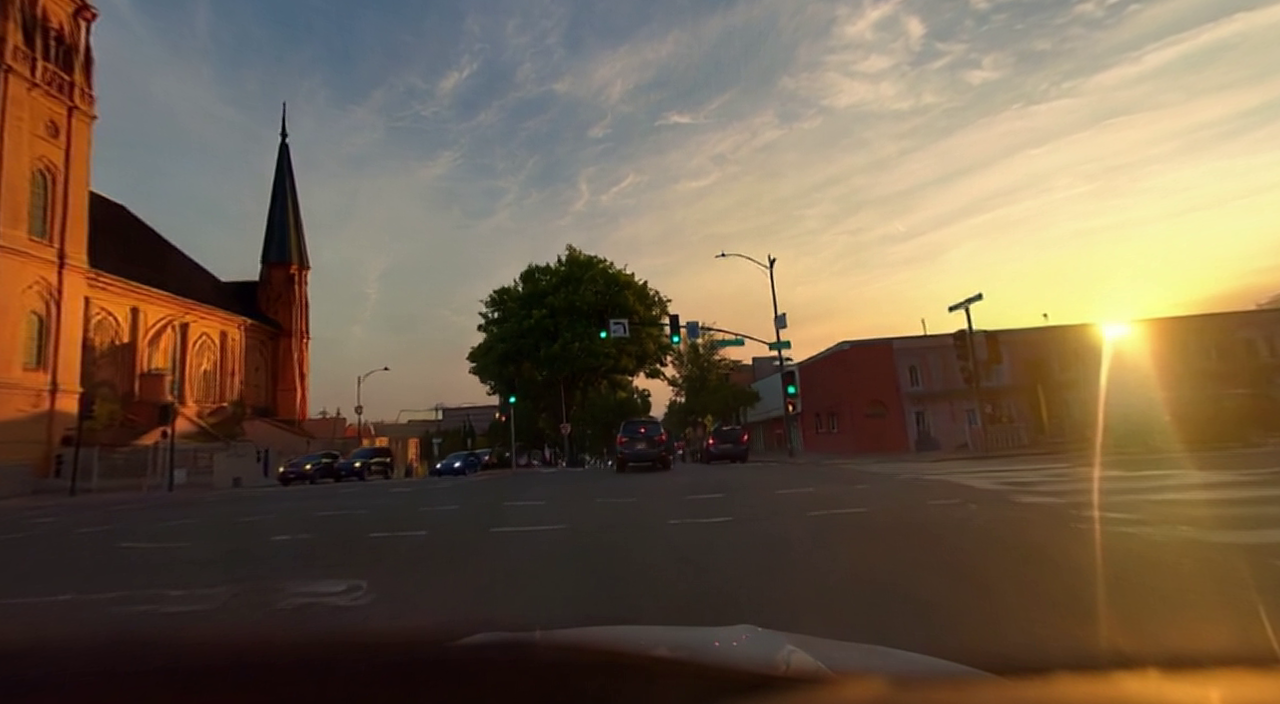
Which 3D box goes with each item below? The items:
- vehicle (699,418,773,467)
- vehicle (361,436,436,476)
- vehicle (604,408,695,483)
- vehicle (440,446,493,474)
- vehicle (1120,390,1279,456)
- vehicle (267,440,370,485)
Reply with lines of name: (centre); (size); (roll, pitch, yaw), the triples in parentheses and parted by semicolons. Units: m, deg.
vehicle: (3.673, 3.619, 25.098); (2.080, 1.735, 4.650); (0, -9, -1)
vehicle: (-11.903, 5.215, 31.526); (2.069, 1.790, 4.358); (-1, -10, -1)
vehicle: (0.174, 2.501, 17.295); (2.168, 1.776, 4.135); (0, -7, -1)
vehicle: (-11.398, 7.117, 41.865); (2.170, 1.746, 4.565); (0, -9, 0)
vehicle: (15.845, 1.830, 16.751); (4.488, 1.475, 2.083); (-3, -7, -1)
vehicle: (-14.954, 5.203, 29.828); (1.969, 1.896, 5.404); (1, -10, 0)
